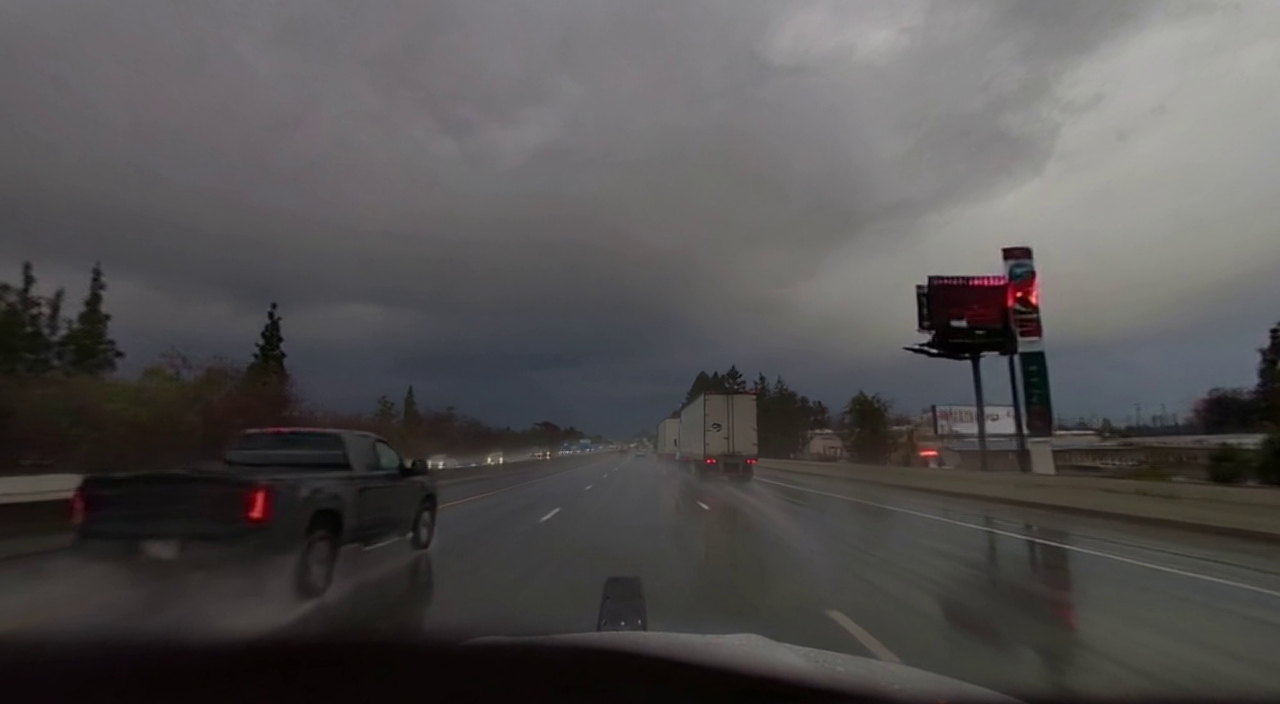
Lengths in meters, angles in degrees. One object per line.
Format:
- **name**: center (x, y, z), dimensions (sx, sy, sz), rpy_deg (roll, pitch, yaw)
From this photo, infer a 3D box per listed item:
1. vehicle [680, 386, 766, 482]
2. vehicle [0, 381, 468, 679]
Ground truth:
- **vehicle**: center (4.096, 4.707, 35.018), dimensions (2.826, 4.269, 14.176), rpy_deg (0, -9, 0)
- **vehicle**: center (-3.569, 1.438, 6.286), dimensions (2.291, 1.788, 4.825), rpy_deg (0, -9, 1)
